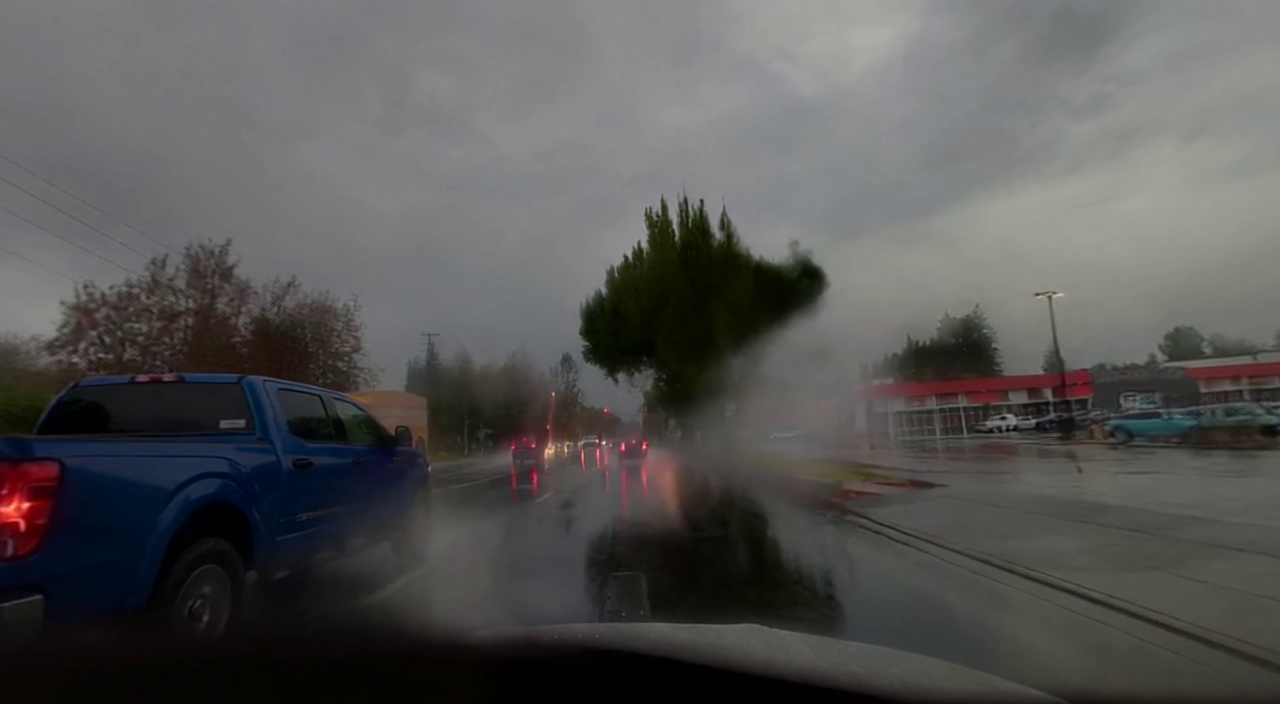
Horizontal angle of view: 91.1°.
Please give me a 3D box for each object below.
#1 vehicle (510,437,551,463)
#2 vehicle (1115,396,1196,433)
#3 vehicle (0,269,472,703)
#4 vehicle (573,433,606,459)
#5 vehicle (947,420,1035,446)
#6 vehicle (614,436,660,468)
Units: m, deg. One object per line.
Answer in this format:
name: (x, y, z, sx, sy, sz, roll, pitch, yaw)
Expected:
vehicle: (-8.117, 7.312, 47.061, 2.146, 1.788, 5.153, 0, -8, 1)
vehicle: (34.672, 4.277, 42.177, 5.297, 2.323, 2.378, 4, -9, -31)
vehicle: (-3.653, 1.081, 4.883, 2.552, 2.079, 6.810, 0, -8, 3)
vehicle: (-3.952, 7.478, 49.960, 2.243, 1.976, 4.514, 0, -8, 1)
vehicle: (22.732, 5.306, 40.778, 4.767, 1.443, 1.978, -7, -11, 28)
vehicle: (-0.141, 5.082, 32.127, 2.191, 1.530, 4.470, 0, -8, 0)
